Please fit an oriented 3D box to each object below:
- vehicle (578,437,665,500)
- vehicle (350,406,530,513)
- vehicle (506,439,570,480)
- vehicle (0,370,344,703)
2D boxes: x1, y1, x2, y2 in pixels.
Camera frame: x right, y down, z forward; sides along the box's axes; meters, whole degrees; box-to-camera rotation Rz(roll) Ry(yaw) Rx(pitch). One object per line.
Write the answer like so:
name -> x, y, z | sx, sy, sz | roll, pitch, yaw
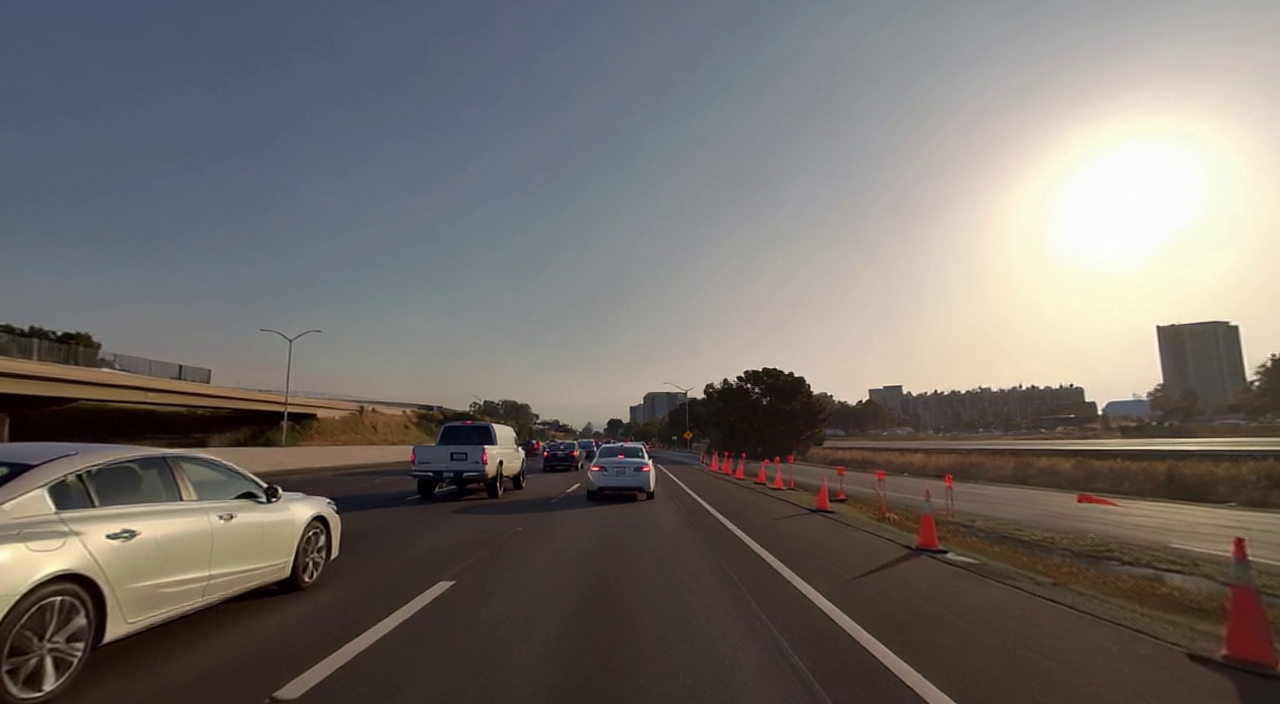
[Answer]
vehicle -> -0.463, 3.080, 17.126 | 2.069, 1.484, 3.918 | 0, -9, -1
vehicle -> -4.279, 2.458, 14.857 | 2.324, 2.012, 5.740 | 0, -9, 0
vehicle -> -3.931, 4.214, 24.988 | 1.824, 1.459, 4.007 | 0, -9, 0
vehicle -> -3.779, 1.010, 3.531 | 2.041, 1.604, 4.384 | 0, -9, 1
